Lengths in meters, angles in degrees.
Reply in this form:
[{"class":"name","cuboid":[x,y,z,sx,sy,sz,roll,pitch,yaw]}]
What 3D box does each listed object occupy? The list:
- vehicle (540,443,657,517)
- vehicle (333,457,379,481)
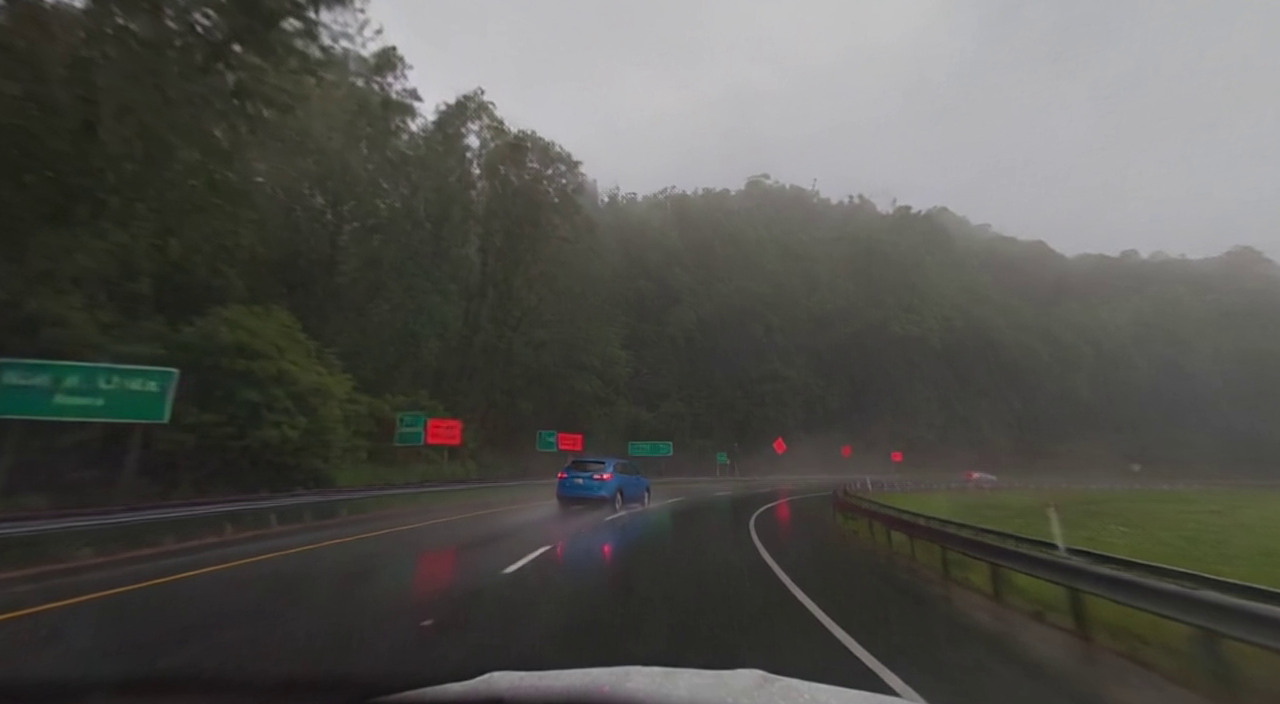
[{"class":"vehicle","cuboid":[-0.938,3.415,17.128,1.997,1.692,4.422,-1,-10,12]},{"class":"vehicle","cuboid":[-18.774,7.763,41.804,1.758,1.470,3.823,2,-10,-8]}]
